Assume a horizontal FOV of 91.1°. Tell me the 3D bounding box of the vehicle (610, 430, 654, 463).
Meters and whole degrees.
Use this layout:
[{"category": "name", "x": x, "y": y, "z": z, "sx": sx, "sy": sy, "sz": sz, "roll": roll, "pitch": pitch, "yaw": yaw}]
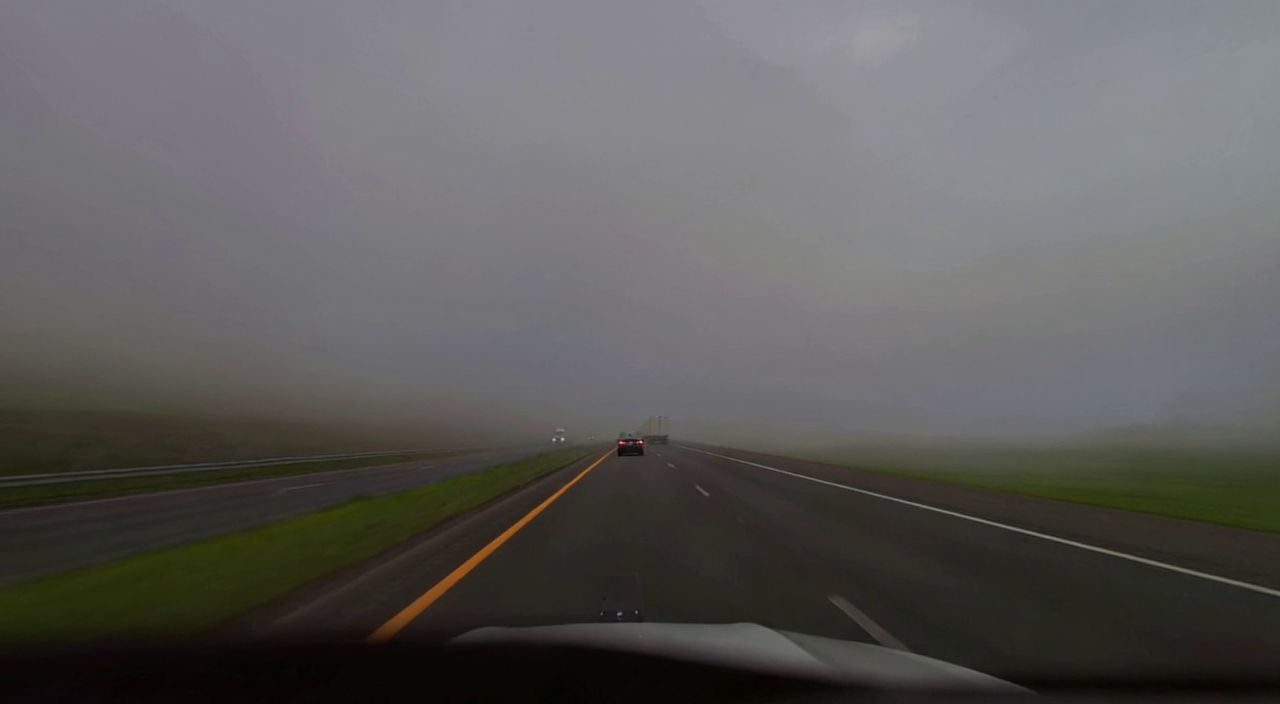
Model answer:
[{"category": "vehicle", "x": -0.446, "y": 5.097, "z": 34.092, "sx": 2.216, "sy": 1.623, "sz": 4.220, "roll": 0, "pitch": -8, "yaw": -1}]
